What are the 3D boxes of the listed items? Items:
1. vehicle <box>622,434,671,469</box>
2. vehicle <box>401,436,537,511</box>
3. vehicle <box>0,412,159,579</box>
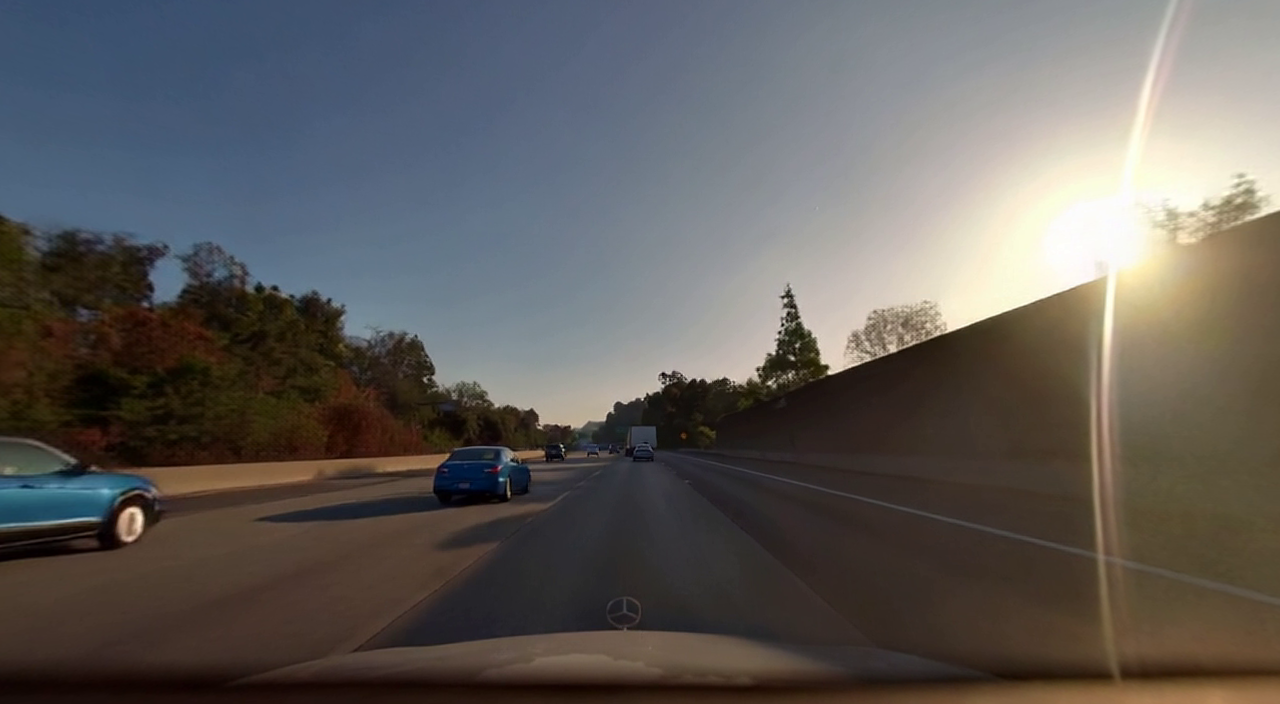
[{"bbox_3d":[0.346,6.101,38.768,2.856,1.994,4.931,0,-9,-1],"label":"vehicle"},{"bbox_3d":[-3.820,2.791,14.980,2.000,1.512,4.371,0,-9,0],"label":"vehicle"},{"bbox_3d":[-7.569,1.401,6.034,2.189,1.673,4.699,0,-9,-1],"label":"vehicle"}]
